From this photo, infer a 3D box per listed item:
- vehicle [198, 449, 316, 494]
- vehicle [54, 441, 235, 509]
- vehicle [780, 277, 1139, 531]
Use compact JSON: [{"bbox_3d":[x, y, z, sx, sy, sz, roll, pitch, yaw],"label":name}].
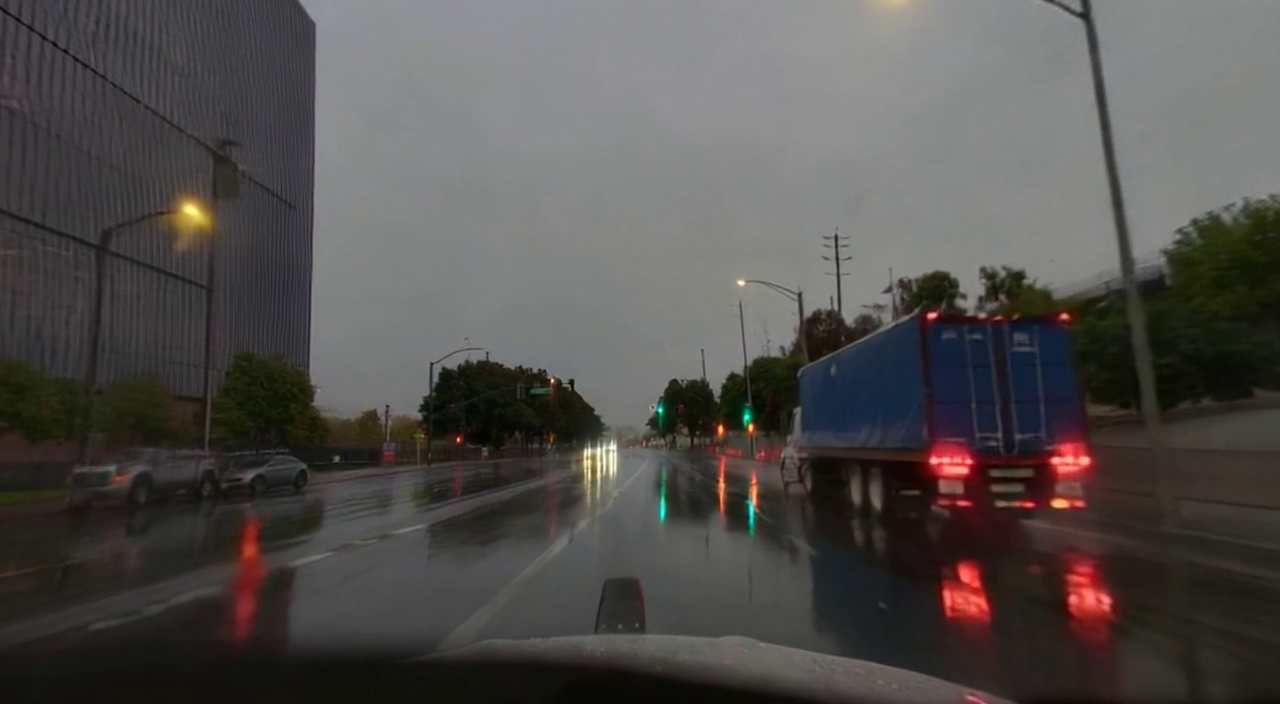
[{"bbox_3d":[-16.085,5.003,26.918,1.925,1.665,4.893,0,-8,0],"label":"vehicle"},{"bbox_3d":[-16.167,3.974,21.065,1.937,1.984,4.928,0,-8,1],"label":"vehicle"},{"bbox_3d":[5.916,1.460,14.603,3.176,3.913,9.805,0,-8,0],"label":"vehicle"}]
